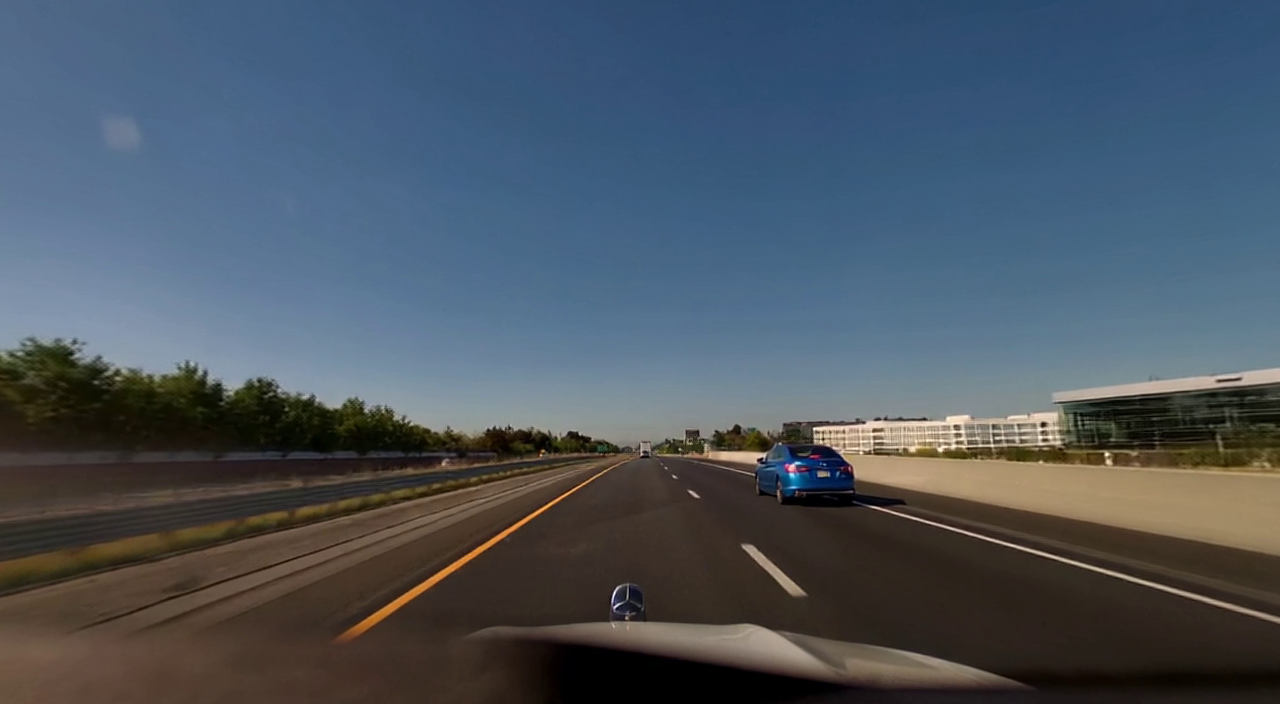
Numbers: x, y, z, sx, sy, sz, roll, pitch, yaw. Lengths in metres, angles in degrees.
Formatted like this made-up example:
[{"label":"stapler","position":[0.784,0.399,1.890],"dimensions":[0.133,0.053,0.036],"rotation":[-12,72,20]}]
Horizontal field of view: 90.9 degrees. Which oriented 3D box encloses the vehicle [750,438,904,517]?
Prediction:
[{"label":"vehicle","position":[4.059,2.799,14.671],"dimensions":[2.053,1.490,4.799],"rotation":[-1,-8,-1]}]
